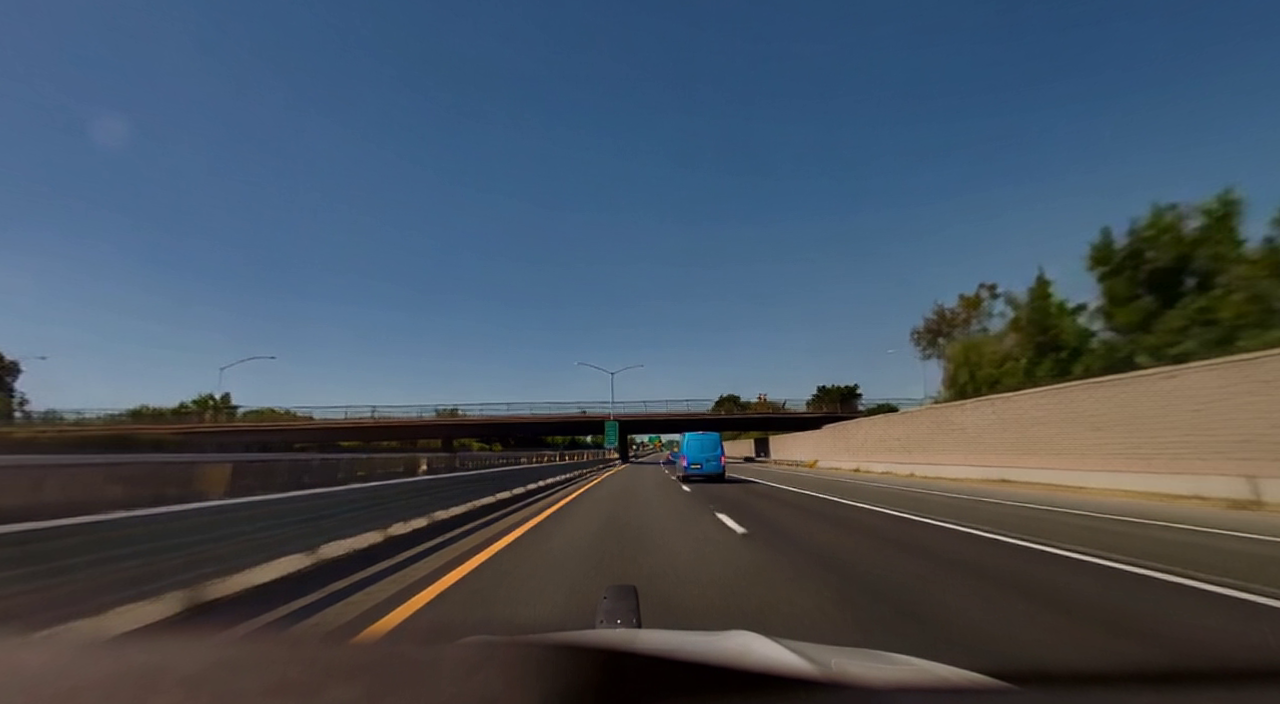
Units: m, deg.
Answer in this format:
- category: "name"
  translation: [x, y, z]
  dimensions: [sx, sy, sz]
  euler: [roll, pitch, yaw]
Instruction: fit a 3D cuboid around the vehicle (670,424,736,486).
- category: "vehicle"
  translation: [2.837, 4.837, 29.631]
  dimensions: [2.560, 2.598, 5.581]
  euler: [-1, -9, 1]
